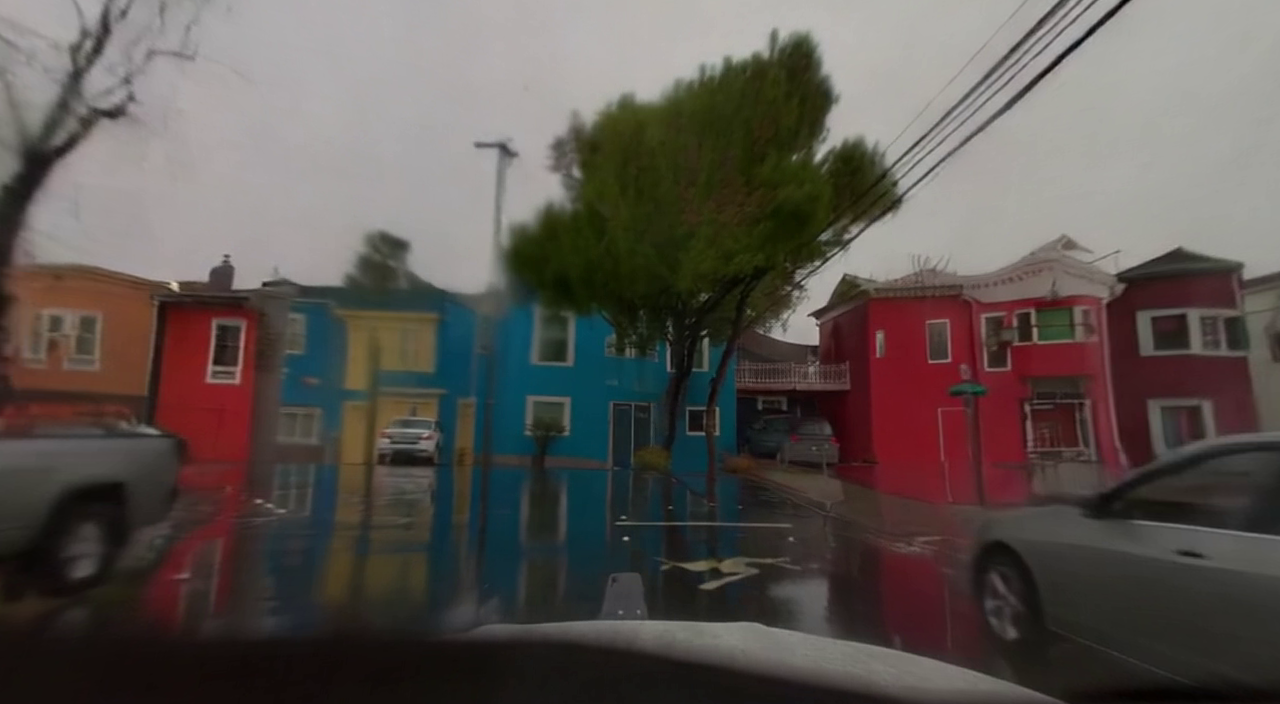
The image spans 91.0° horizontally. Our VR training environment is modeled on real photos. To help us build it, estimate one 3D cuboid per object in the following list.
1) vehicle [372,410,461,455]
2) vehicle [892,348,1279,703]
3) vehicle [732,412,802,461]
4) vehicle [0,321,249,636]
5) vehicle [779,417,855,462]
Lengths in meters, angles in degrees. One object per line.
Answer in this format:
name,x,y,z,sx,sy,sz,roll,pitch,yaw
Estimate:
vehicle,-9.517,3.533,27.275,2.091,1.760,4.760,0,-9,0
vehicle,3.381,1.001,2.958,2.109,1.811,4.886,1,-9,-3
vehicle,5.402,3.613,27.297,2.081,1.891,4.367,-1,-7,0
vehicle,-5.499,0.770,3.730,2.480,2.084,6.353,1,-9,-3
vehicle,7.582,3.804,27.356,2.053,1.756,4.034,-1,-8,0
